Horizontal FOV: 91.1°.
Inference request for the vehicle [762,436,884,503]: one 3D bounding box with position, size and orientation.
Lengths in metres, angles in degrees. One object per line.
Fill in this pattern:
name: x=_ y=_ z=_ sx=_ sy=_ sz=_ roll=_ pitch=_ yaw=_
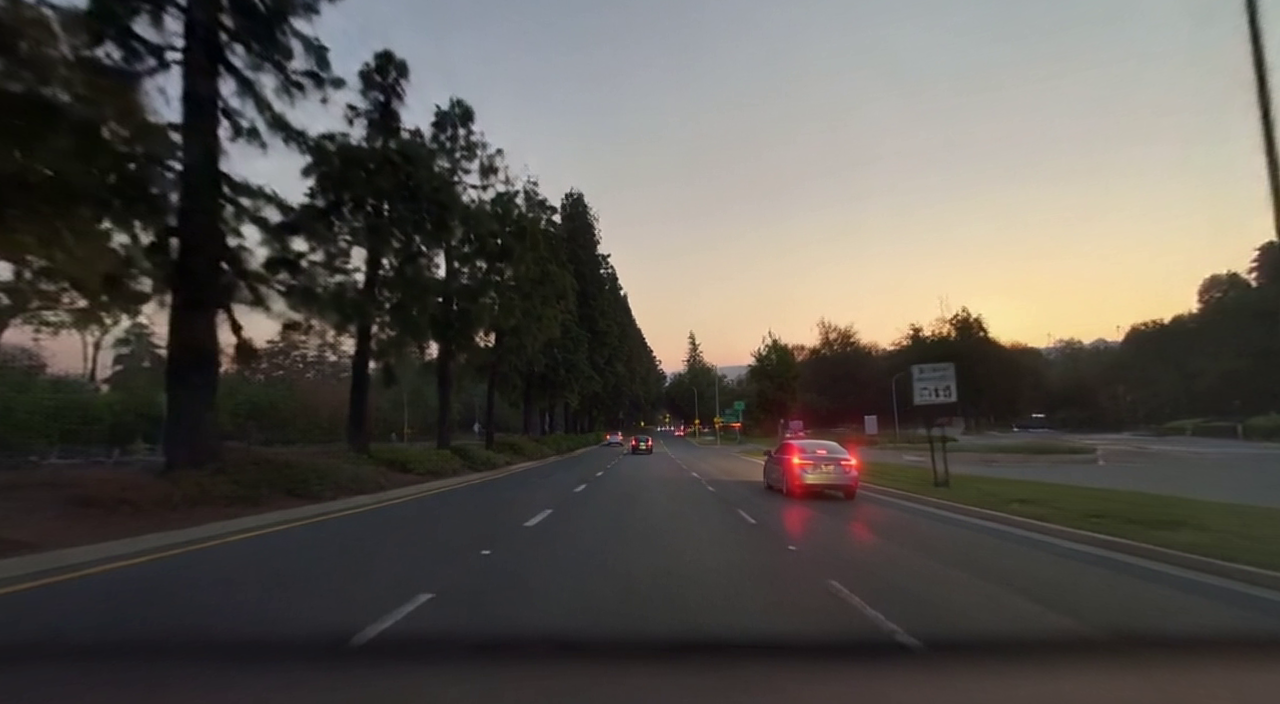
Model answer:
vehicle: x=4.635 y=3.010 z=16.628 sx=1.913 sy=1.516 sz=4.322 roll=0 pitch=-8 yaw=0
